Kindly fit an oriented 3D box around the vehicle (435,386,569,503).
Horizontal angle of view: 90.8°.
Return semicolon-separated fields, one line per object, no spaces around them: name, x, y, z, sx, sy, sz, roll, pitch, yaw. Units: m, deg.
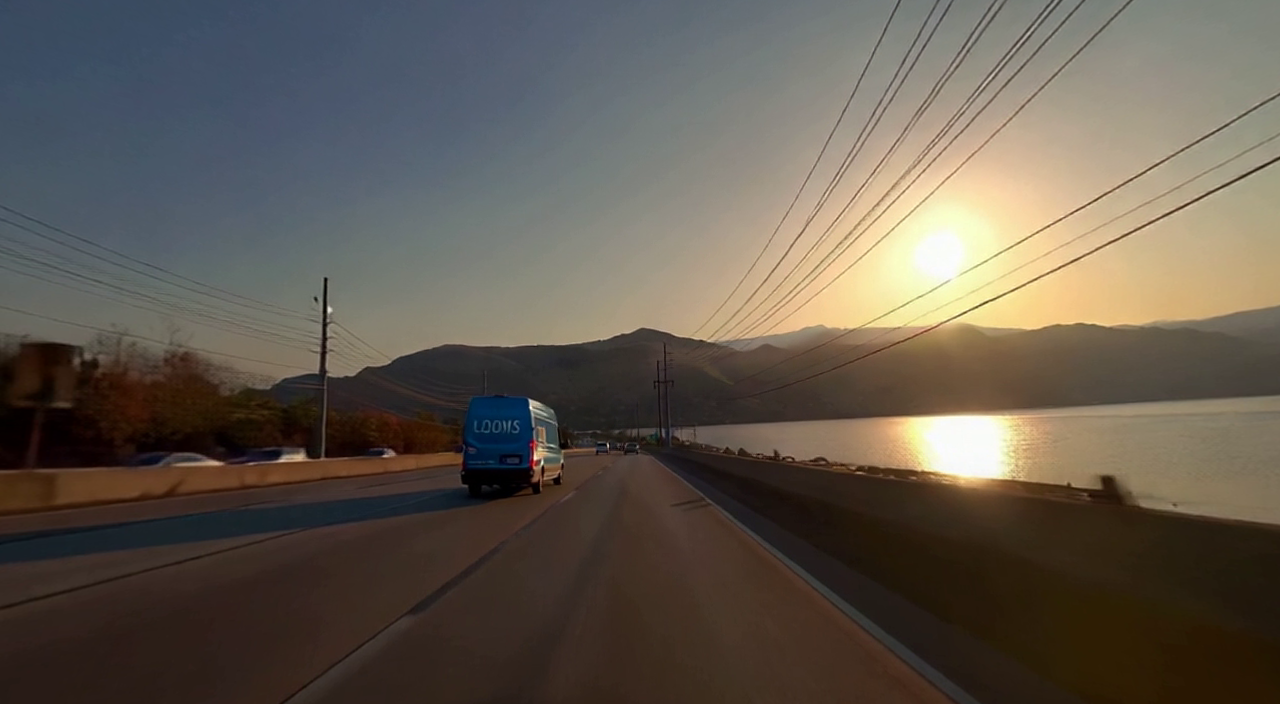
vehicle;-3.634;2.673;18.306;2.331;2.757;6.581;0;-8;0
